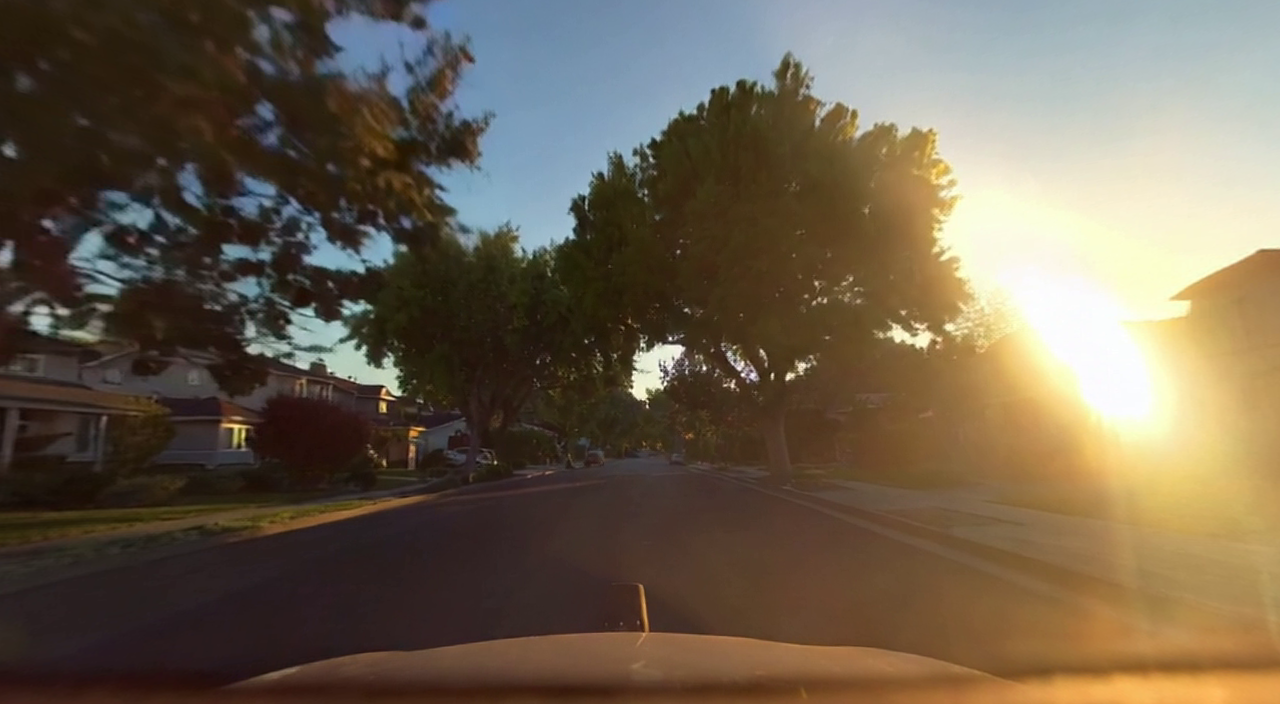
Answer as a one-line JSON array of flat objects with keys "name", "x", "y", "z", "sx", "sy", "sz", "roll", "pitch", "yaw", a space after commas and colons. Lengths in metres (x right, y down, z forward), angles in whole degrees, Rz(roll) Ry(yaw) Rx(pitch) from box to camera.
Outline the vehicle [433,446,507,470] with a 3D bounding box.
[{"name": "vehicle", "x": -12.530, "y": 7.853, "z": 46.593, "sx": 4.876, "sy": 1.733, "sz": 1.989, "roll": 0, "pitch": -9, "yaw": 3}]

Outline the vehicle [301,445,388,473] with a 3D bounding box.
[{"name": "vehicle", "x": -17.261, "y": 6.273, "z": 36.923, "sx": 4.112, "sy": 1.497, "sz": 1.956, "roll": -2, "pitch": -9, "yaw": 3}]
